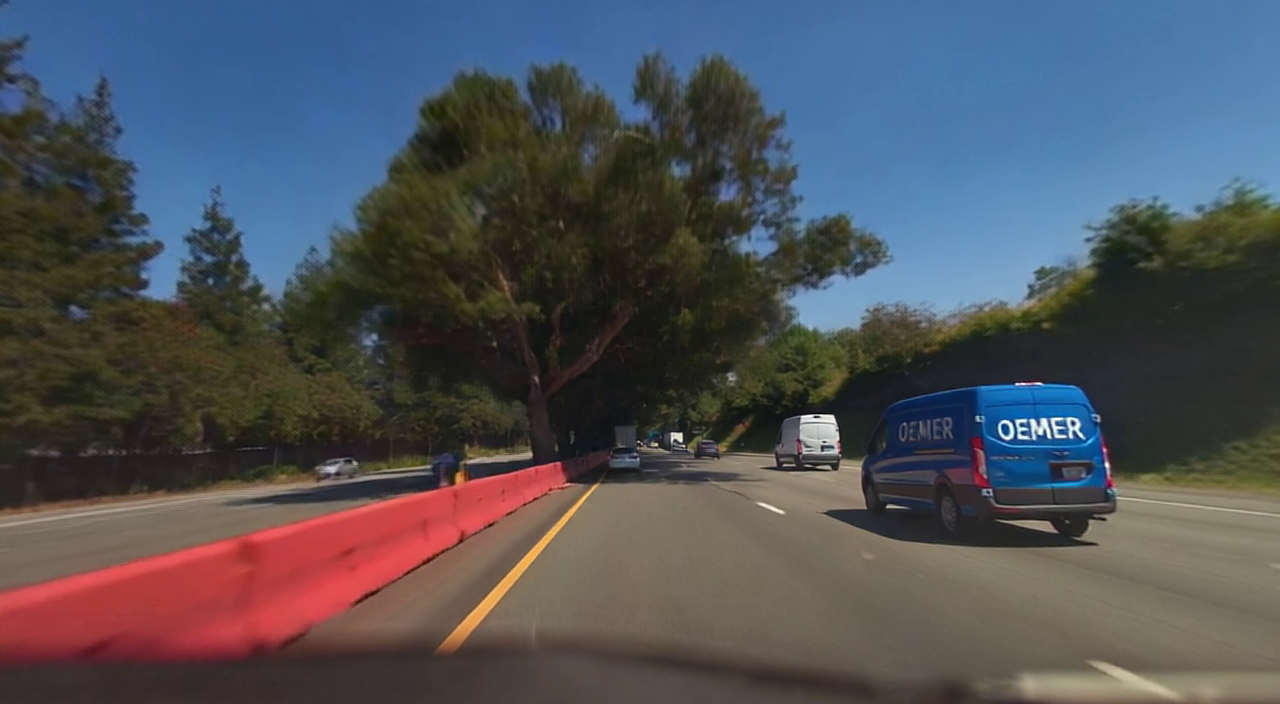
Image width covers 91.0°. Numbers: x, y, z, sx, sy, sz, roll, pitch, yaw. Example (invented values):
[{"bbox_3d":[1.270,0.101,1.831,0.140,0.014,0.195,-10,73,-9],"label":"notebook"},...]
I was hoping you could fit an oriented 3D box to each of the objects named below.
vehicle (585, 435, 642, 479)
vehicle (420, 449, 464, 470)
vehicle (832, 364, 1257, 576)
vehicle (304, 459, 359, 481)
[{"bbox_3d":[-1.032,4.170,25.289,2.100,1.636,3.620,0,-8,-2],"label":"vehicle"},{"bbox_3d":[-14.813,8.051,47.414,1.876,1.451,4.620,-1,-8,-1],"label":"vehicle"},{"bbox_3d":[4.673,1.476,8.644,2.223,2.008,5.121,0,-8,-3],"label":"vehicle"},{"bbox_3d":[-22.429,8.648,45.924,1.889,1.501,4.156,0,-12,0],"label":"vehicle"}]
